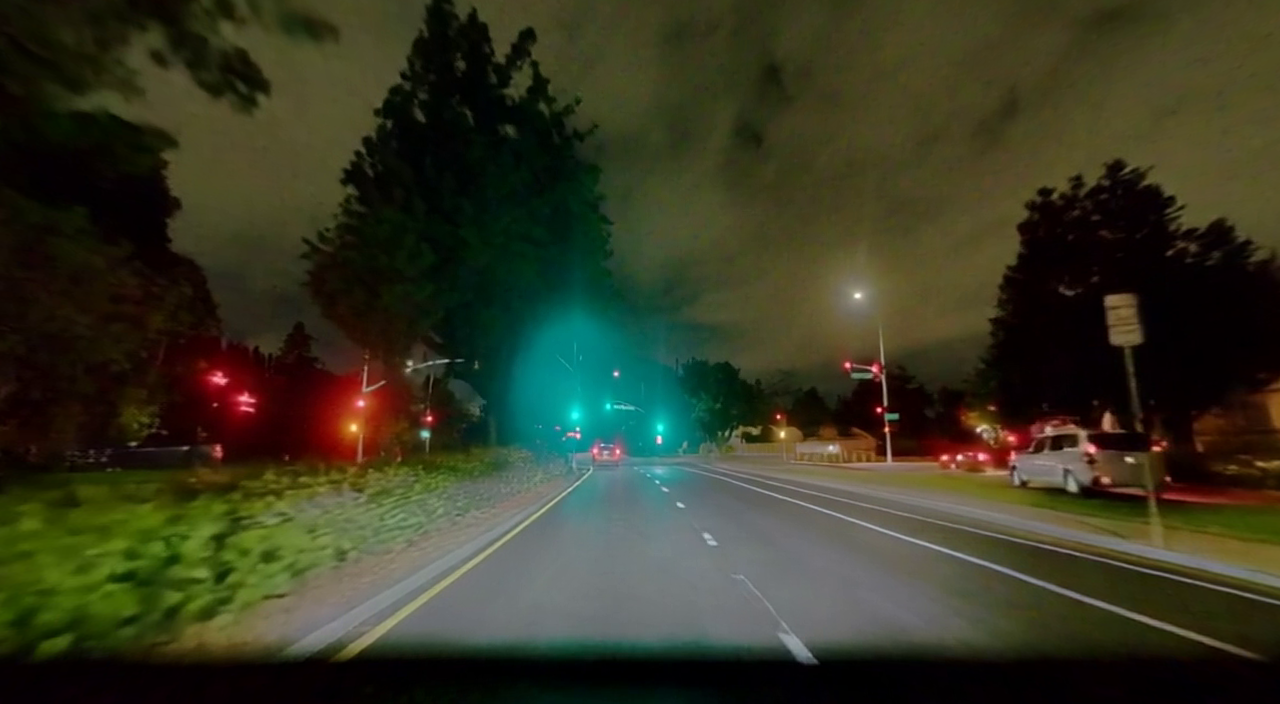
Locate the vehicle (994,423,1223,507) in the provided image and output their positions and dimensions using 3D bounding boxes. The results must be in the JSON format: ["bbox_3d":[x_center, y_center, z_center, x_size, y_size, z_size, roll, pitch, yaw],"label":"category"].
[{"bbox_3d":[11.515,2.808,16.120,2.145,1.795,4.992,0,-9,2],"label":"vehicle"}]

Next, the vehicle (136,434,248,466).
[{"bbox_3d":[-23.950,5.270,33.849,4.348,1.653,1.948,2,-9,-11],"label":"vehicle"}]

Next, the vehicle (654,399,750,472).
[{"bbox_3d":[2.965,4.732,34.984,3.037,3.261,12.926,1,-9,-5],"label":"vehicle"}]

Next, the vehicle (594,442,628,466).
[{"bbox_3d":[-1.960,6.719,41.692,2.113,1.462,4.203,1,-9,-4],"label":"vehicle"}]
